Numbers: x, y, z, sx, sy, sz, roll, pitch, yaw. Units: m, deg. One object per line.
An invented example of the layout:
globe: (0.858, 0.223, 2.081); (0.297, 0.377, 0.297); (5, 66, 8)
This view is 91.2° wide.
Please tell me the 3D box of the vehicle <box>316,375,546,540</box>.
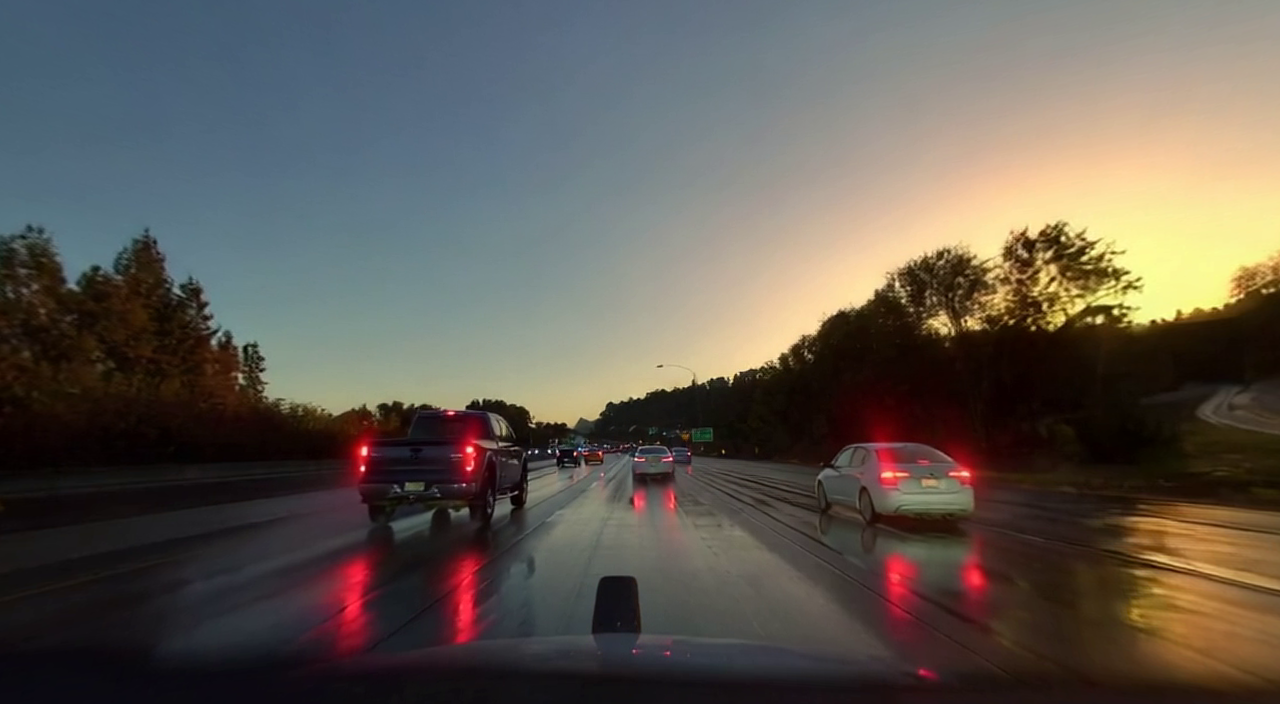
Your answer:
vehicle: (-3.586, 2.038, 12.481); (2.523, 2.458, 6.022); (0, -9, 0)

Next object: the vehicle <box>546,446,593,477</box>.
vehicle: (-3.595, 5.640, 32.553); (1.940, 1.502, 4.463); (0, -9, 0)

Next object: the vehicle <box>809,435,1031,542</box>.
vehicle: (4.535, 2.263, 10.987); (1.961, 1.491, 4.035); (0, -9, -1)

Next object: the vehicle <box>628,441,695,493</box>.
vehicle: (0.636, 3.822, 21.159); (2.015, 1.526, 4.286); (0, -9, -1)
